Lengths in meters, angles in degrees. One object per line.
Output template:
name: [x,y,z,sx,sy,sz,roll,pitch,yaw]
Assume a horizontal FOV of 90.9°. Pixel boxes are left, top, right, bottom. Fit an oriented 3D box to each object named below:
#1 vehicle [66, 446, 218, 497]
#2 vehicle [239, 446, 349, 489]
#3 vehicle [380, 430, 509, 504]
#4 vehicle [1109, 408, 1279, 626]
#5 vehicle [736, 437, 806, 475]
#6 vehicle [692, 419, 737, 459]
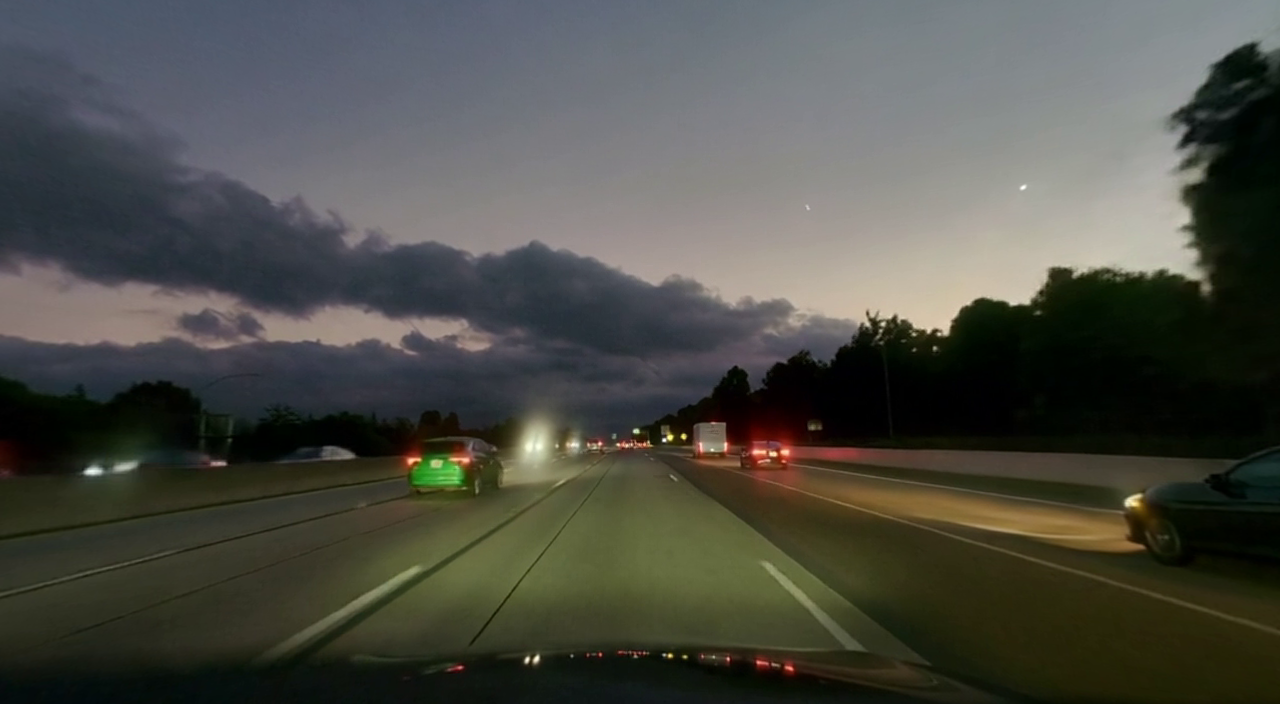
vehicle: [-16.747,4.000,21.493,1.846,1.516,4.152,0,-8,-2]
vehicle: [-12.901,4.295,23.852,1.796,1.429,4.203,0,-8,0]
vehicle: [-4.643,2.767,15.590,1.966,1.570,3.859,0,-8,0]
vehicle: [5.422,1.047,3.717,2.028,1.488,4.236,0,-8,0]
vehicle: [5.297,4.252,25.982,1.920,1.436,3.890,0,-8,-2]
vehicle: [5.702,6.779,49.032,2.588,2.910,5.511,0,-8,-2]
